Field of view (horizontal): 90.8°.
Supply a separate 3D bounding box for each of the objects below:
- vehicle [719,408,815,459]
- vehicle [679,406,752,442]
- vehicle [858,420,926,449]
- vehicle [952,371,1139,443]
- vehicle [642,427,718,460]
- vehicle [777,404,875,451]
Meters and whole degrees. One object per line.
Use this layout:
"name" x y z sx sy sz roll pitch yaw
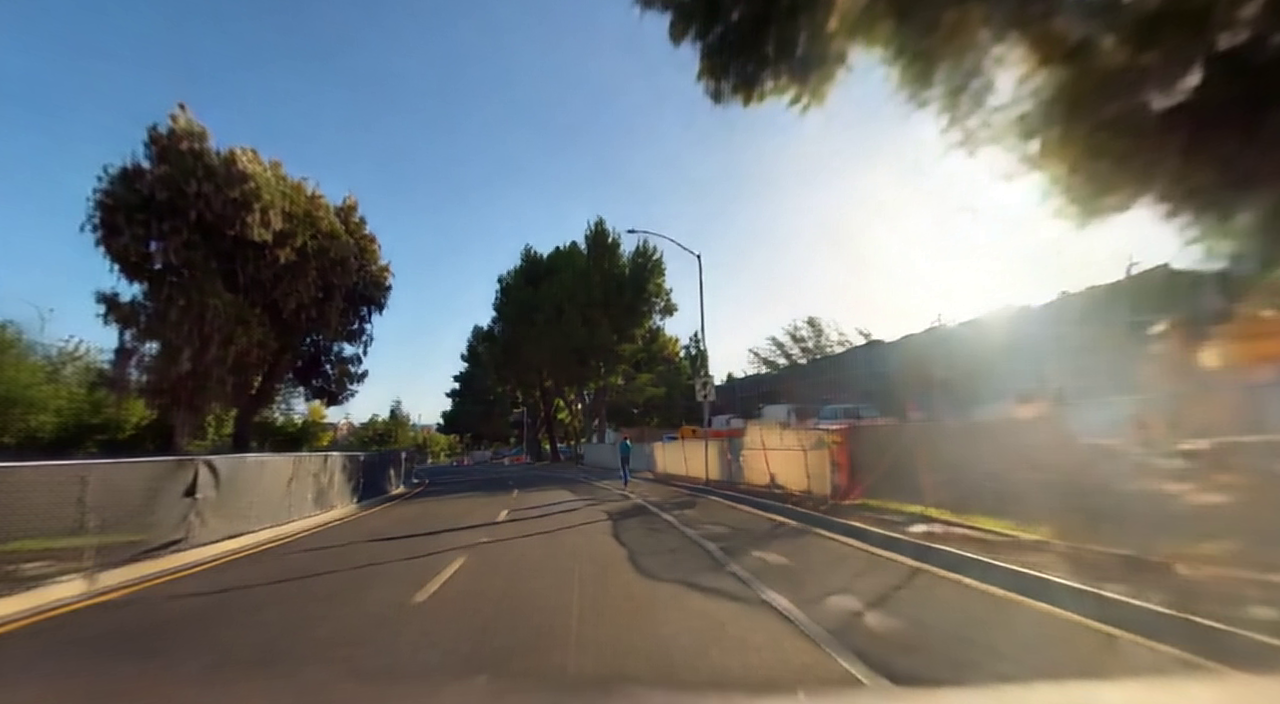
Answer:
"vehicle" 5.699 3.714 28.401 3.674 1.559 1.775 12 -13 -11
"vehicle" 4.880 4.648 40.654 4.180 1.880 2.028 10 -10 -30
"vehicle" 16.902 5.536 42.290 4.663 1.791 2.050 6 -10 -38
"vehicle" 9.269 1.372 14.834 1.635 1.445 3.563 0 -9 -9
"vehicle" 2.934 6.592 45.677 5.021 1.930 2.119 -1 -8 -33
"vehicle" 7.554 3.110 25.795 3.451 1.504 1.652 6 -12 -7
